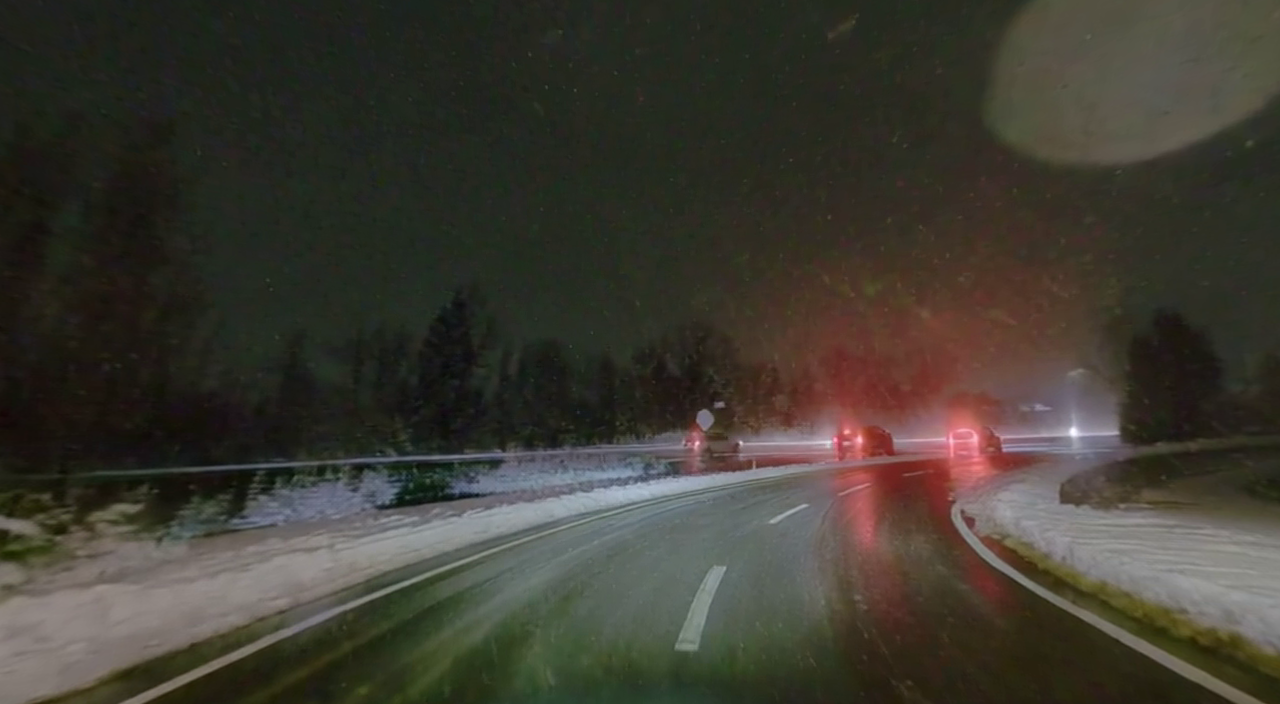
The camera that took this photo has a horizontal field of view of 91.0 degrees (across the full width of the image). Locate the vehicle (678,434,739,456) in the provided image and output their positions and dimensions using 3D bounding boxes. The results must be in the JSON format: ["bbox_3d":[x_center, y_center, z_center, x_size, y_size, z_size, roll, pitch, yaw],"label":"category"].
[{"bbox_3d":[5.419,7.316,49.290,4.957,1.593,1.871,8,-12,-41],"label":"vehicle"}]

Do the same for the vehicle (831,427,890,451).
[{"bbox_3d":[15.038,5.964,42.839,3.990,1.549,1.971,8,-11,-40],"label":"vehicle"}]
